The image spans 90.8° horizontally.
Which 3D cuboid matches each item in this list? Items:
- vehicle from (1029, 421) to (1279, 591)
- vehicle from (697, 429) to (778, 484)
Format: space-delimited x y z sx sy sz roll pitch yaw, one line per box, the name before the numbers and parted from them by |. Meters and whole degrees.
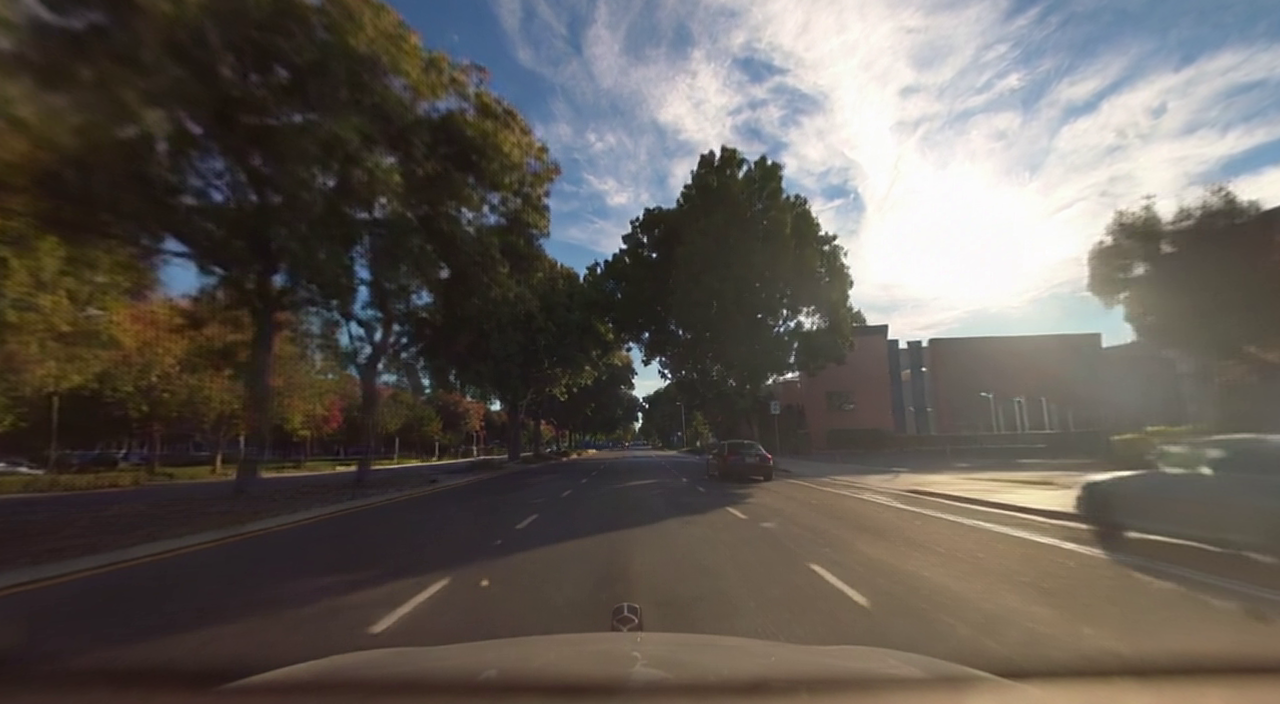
vehicle | 6.747 1.517 6.698 1.918 1.544 4.871 -1 -8 -3
vehicle | 3.370 3.717 22.746 2.083 1.743 4.354 0 -8 -1
